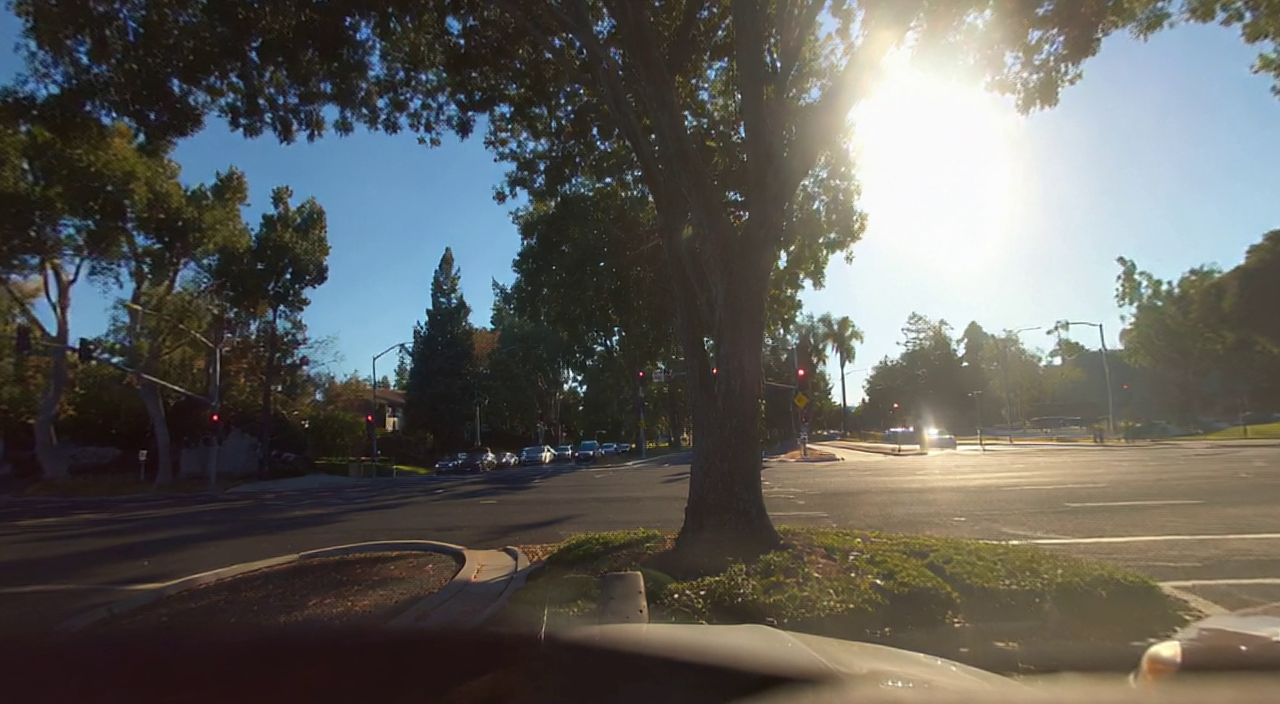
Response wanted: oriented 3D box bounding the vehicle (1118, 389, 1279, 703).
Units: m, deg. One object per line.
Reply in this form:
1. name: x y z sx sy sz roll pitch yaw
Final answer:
1. vehicle: 3.050 0.612 0.410 1.978 1.468 4.544 0 -9 1

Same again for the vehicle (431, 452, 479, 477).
1. vehicle: -13.412 8.177 45.974 2.101 1.637 4.304 0 -9 1

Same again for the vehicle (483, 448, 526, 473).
1. vehicle: -9.796 7.852 45.905 2.064 1.725 4.243 0 -9 1

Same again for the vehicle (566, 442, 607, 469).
1. vehicle: -3.602 7.108 43.353 2.215 1.732 4.684 -1 -9 3

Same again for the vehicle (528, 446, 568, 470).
1. vehicle: -6.580 7.623 45.494 2.126 1.657 4.307 -1 -9 2
